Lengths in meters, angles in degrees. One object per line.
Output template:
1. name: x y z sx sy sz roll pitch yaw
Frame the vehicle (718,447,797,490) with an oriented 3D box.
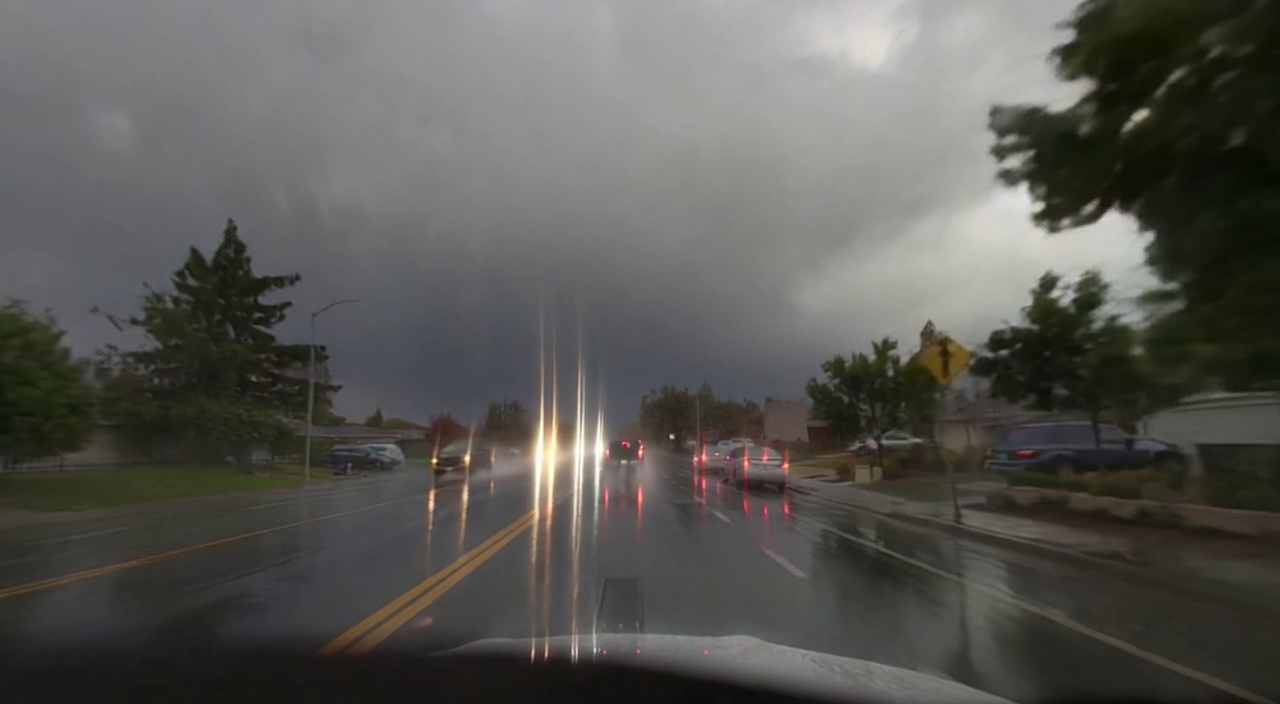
1. vehicle: 4.379 4.433 24.375 1.963 1.469 4.709 1 -9 -2

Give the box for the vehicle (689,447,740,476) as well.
1. vehicle: 4.057 6.053 35.242 2.001 1.480 5.022 1 -9 -2

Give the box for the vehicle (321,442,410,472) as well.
1. vehicle: -20.144 7.688 46.513 5.551 1.870 2.183 -2 -8 -3

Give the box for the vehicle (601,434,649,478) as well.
1. vehicle: -0.686 5.047 30.930 2.153 1.942 4.767 0 -9 -1

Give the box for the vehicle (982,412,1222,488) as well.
1. vehicle: 12.385 2.660 17.230 4.870 1.926 2.094 0 -9 -1

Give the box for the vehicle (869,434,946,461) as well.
1. vehicle: 17.874 6.388 42.318 4.172 1.705 2.032 1 -9 -7

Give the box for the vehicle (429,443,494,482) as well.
1. vehicle: -8.481 5.263 30.466 1.945 1.712 4.240 0 -9 -1
